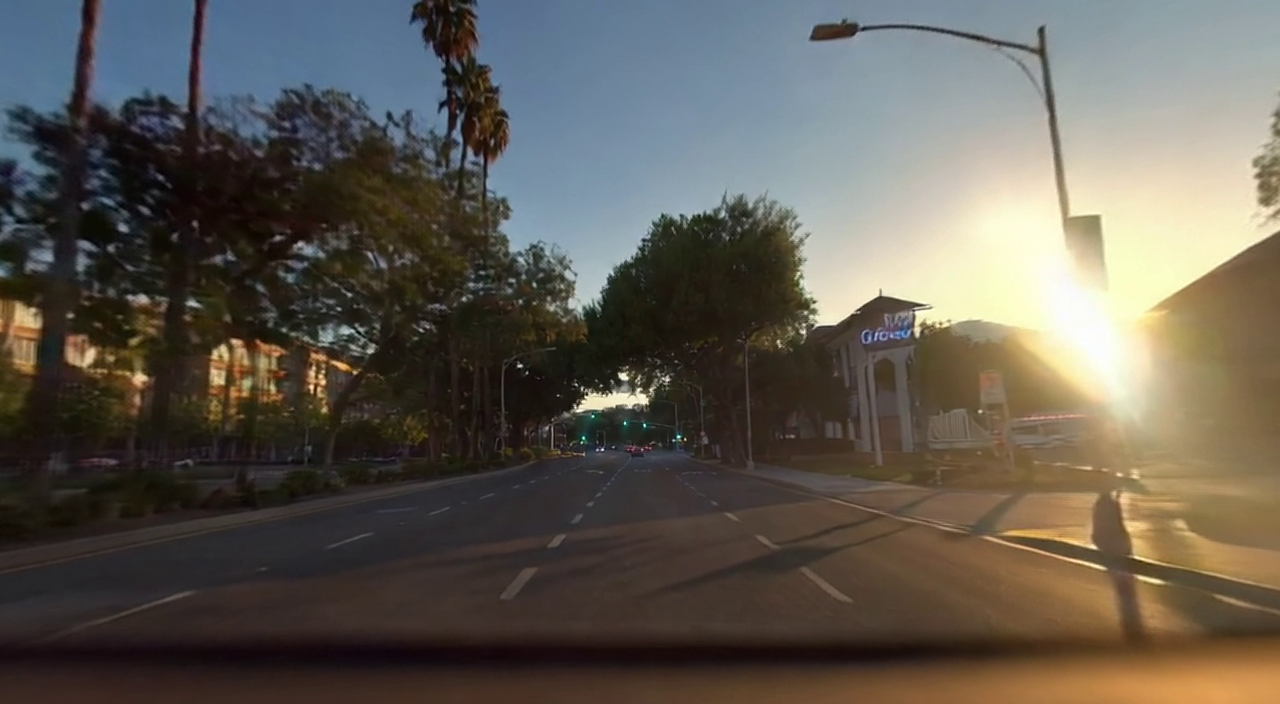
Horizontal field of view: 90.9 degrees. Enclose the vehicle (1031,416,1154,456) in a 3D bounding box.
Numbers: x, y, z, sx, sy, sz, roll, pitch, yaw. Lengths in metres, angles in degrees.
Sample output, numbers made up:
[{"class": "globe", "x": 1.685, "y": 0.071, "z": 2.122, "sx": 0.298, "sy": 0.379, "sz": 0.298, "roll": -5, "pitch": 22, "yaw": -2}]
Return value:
[{"class": "vehicle", "x": 22.673, "y": 4.288, "z": 31.916, "sx": 2.222, "sy": 1.818, "sz": 5.099, "roll": 0, "pitch": -8, "yaw": -3}]
